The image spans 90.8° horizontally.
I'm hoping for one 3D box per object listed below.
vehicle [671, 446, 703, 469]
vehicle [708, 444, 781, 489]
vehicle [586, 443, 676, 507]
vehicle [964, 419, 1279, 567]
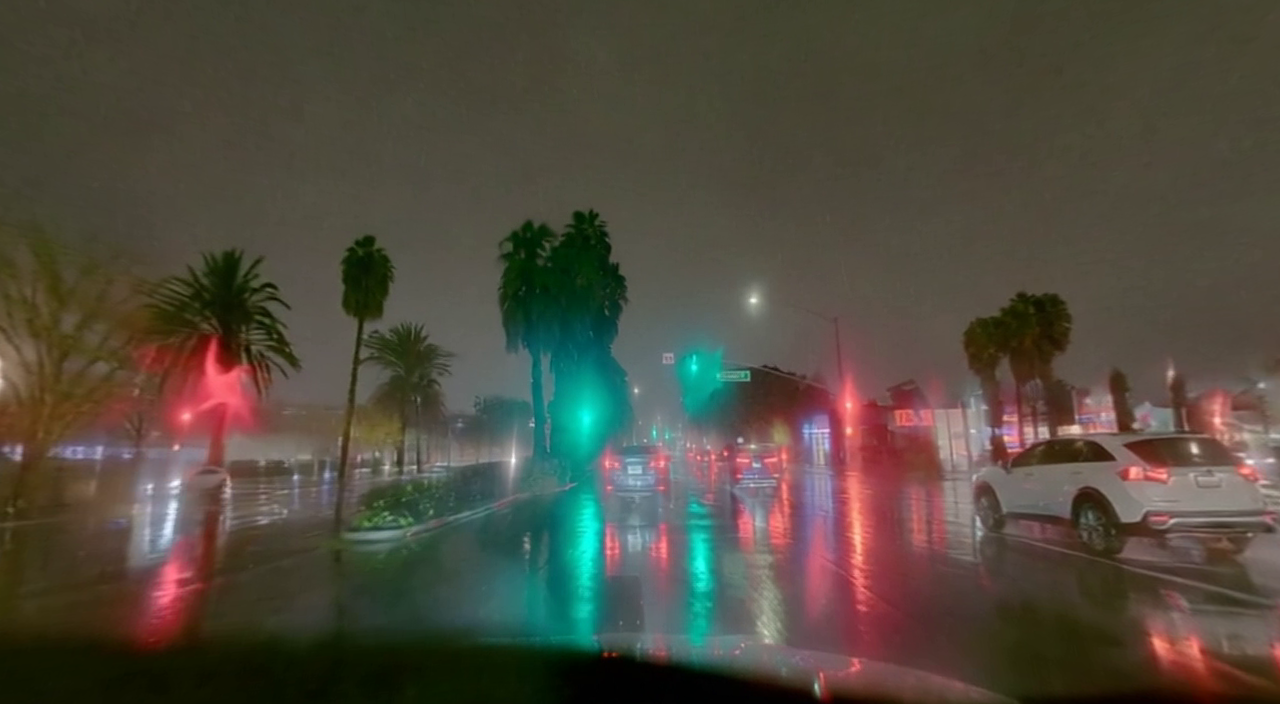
[{"bbox_3d":[3.486,7.960,47.914,2.012,1.570,4.600,0,-8,-1],"label":"vehicle"},{"bbox_3d":[3.770,4.195,23.543,1.892,1.532,4.177,0,-8,-2],"label":"vehicle"},{"bbox_3d":[-0.239,3.188,16.879,2.110,1.487,3.873,0,-8,-1],"label":"vehicle"},{"bbox_3d":[6.921,1.927,9.376,1.940,1.674,4.085,0,-8,-1],"label":"vehicle"}]
